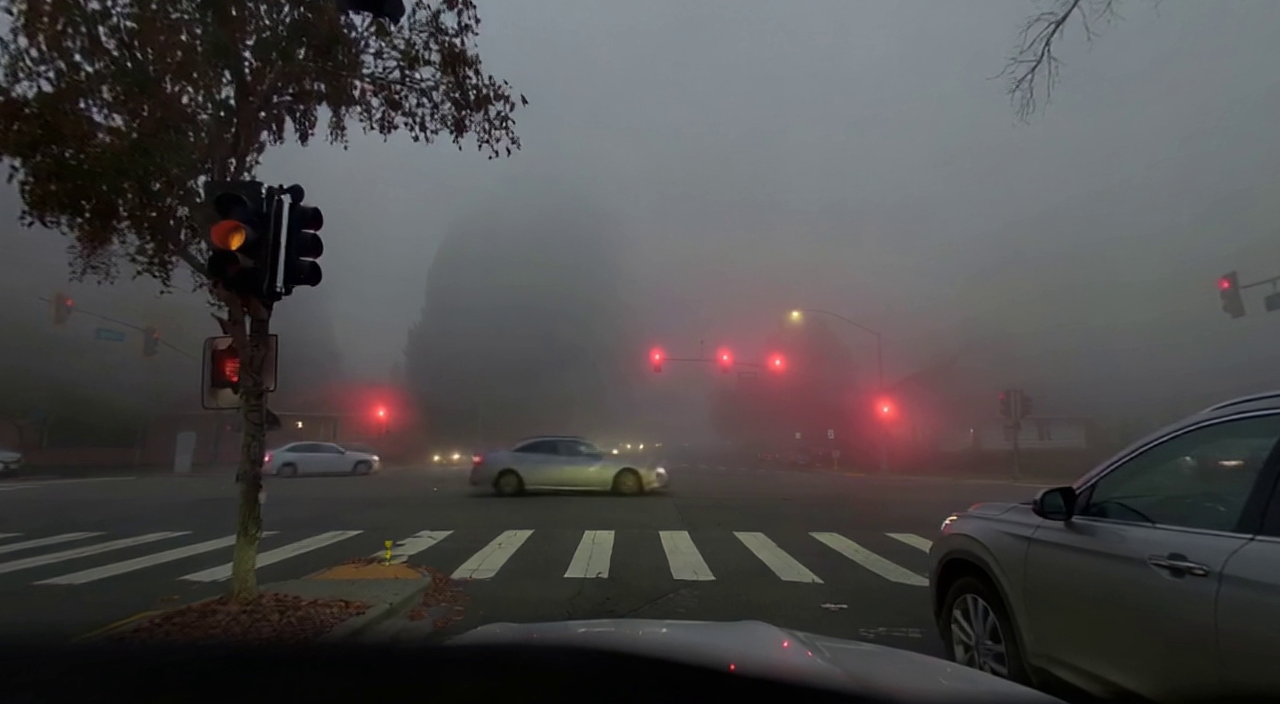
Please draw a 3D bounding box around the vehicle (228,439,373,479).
[{"bbox_3d":[-13.324,4.225,25.156,4.689,1.490,1.920,2,-9,-16],"label":"vehicle"}]

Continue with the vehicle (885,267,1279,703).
[{"bbox_3d":[2.690,0.709,1.734,2.085,1.800,4.908,0,-9,1],"label":"vehicle"}]

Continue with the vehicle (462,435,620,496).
[{"bbox_3d":[-2.502,2.987,16.801,3.894,1.487,1.863,0,-8,-1],"label":"vehicle"}]

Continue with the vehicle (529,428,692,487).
[{"bbox_3d":[-0.880,3.326,20.024,4.860,1.748,2.160,0,-9,0],"label":"vehicle"}]
